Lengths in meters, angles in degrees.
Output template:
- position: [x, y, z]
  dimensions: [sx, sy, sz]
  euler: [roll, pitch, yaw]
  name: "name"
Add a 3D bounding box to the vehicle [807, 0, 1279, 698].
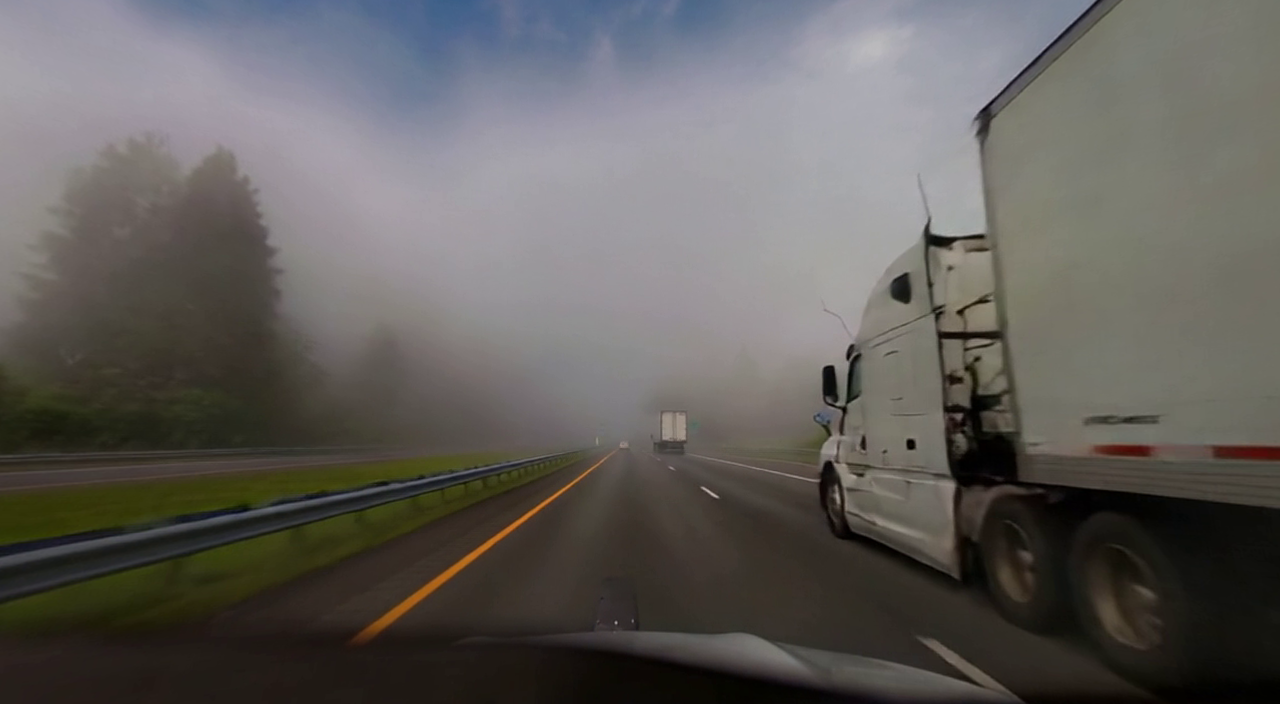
- position: [4.181, 0.223, 6.496]
  dimensions: [3.073, 3.927, 6.116]
  euler: [0, -8, -1]
  name: "vehicle"
